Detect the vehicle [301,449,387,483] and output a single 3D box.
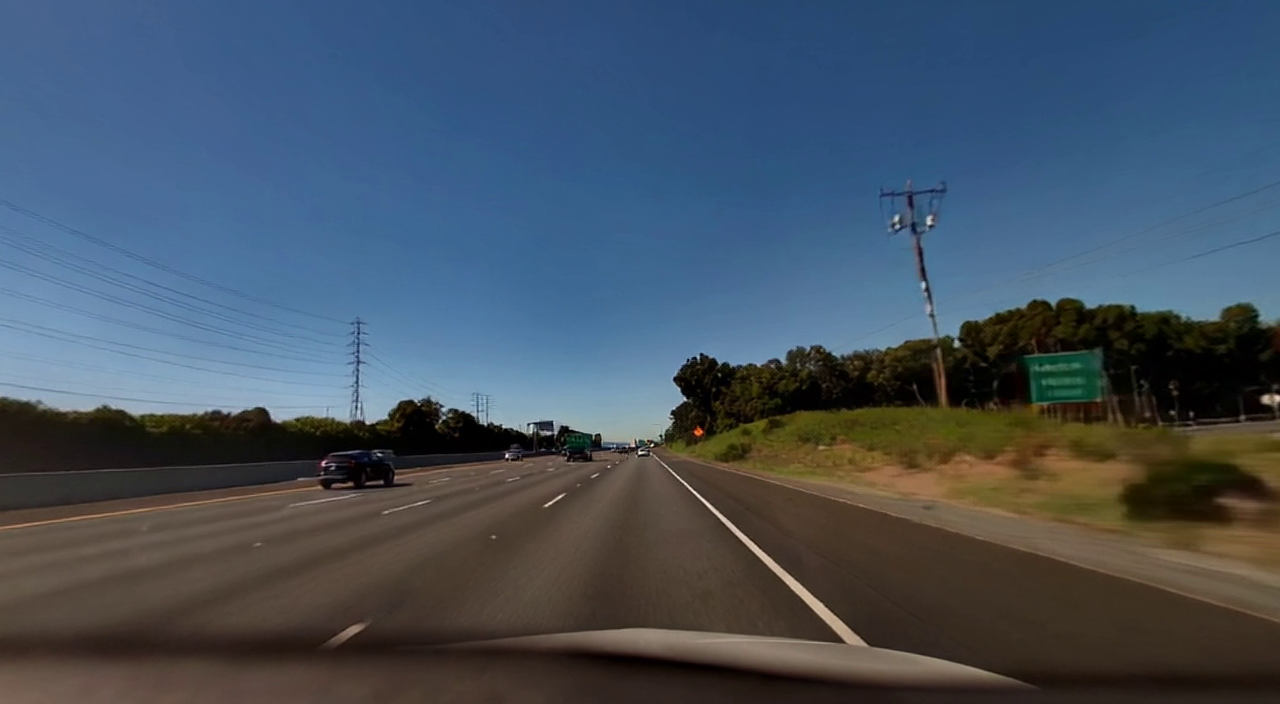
[{"bbox_3d":[-14.217,5.491,30.626,1.988,1.477,4.442,0,-8,1],"label":"vehicle"}]
